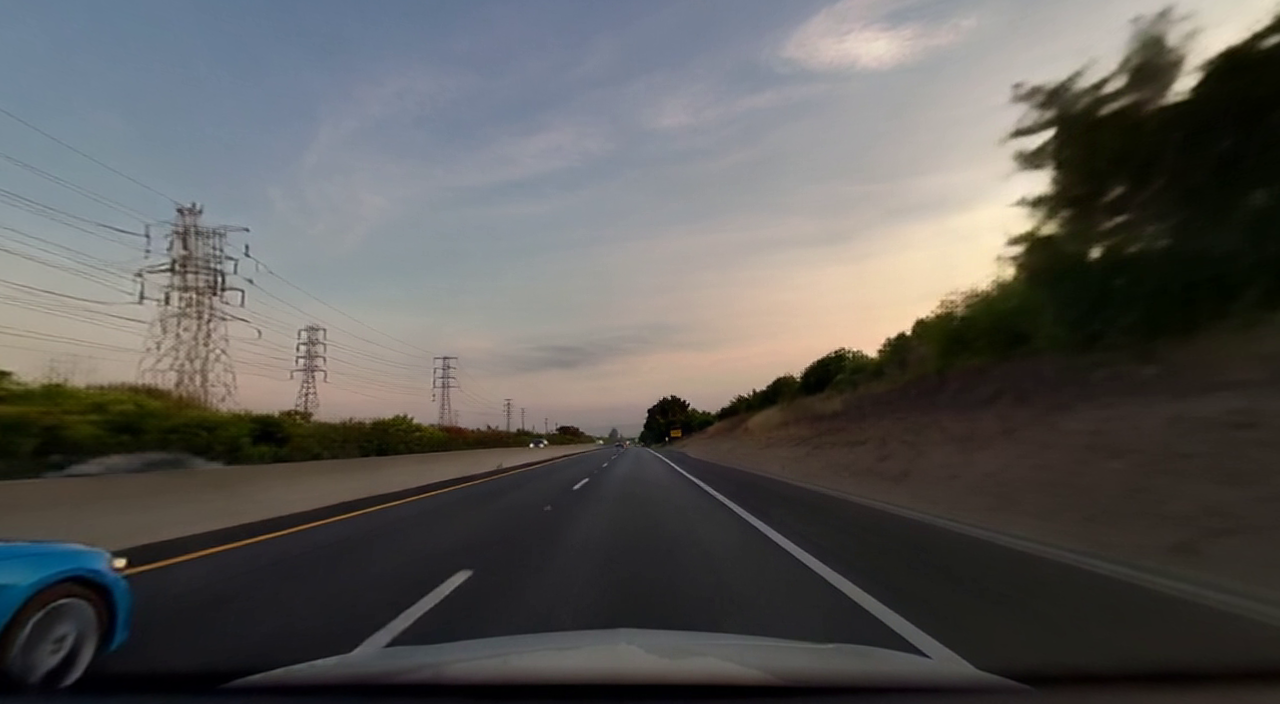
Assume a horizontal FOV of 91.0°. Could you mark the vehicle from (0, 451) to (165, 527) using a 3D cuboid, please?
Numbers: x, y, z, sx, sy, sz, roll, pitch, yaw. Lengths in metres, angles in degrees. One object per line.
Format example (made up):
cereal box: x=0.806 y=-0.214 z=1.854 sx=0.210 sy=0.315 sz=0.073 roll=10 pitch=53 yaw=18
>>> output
vehicle: x=-14.190 y=3.184 z=15.189 sx=1.953 sy=1.477 sz=4.501 roll=0 pitch=-8 yaw=-1
